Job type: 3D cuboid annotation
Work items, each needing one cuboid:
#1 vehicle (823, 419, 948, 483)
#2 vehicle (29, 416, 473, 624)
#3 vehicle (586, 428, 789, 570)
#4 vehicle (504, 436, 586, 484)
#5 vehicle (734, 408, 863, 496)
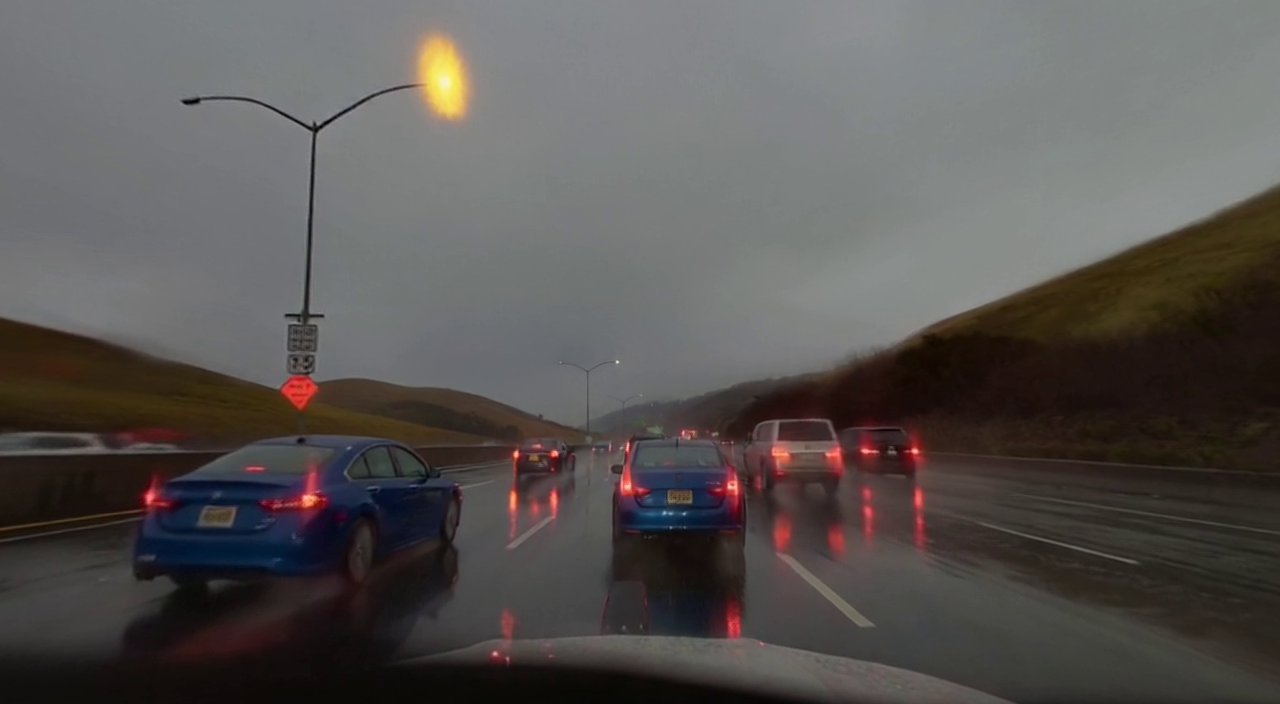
[{"bbox_3d":[7.469,3.083,19.793,2.071,1.754,4.586,0,-8,0],"label":"vehicle"},{"bbox_3d":[-3.442,1.557,6.864,2.033,1.513,4.333,0,-8,1],"label":"vehicle"},{"bbox_3d":[0.508,1.803,8.490,2.072,1.431,3.904,0,-8,1],"label":"vehicle"},{"bbox_3d":[-3.133,3.661,21.713,2.017,1.446,4.384,0,-8,2],"label":"vehicle"},{"bbox_3d":[3.779,2.503,15.977,2.086,1.884,4.547,0,-8,0],"label":"vehicle"}]
